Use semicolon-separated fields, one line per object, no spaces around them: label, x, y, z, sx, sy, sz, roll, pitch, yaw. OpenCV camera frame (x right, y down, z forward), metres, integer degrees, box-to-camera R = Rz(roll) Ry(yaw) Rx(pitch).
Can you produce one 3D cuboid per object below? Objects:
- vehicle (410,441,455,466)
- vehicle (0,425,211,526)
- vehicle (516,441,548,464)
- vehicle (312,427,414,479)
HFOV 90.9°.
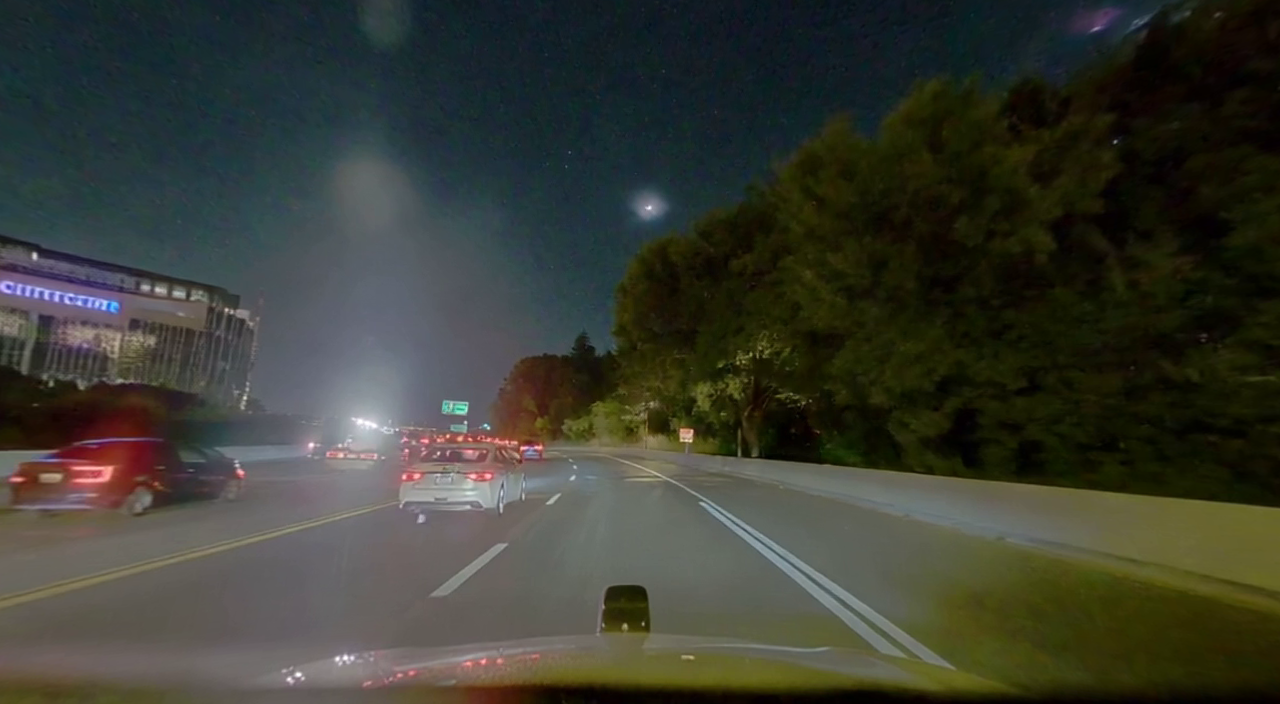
vehicle;-12.938;6.349;39.560;1.902;1.468;4.103;1;-8;-7
vehicle;-10.897;2.290;12.256;2.048;1.583;4.506;0;-8;-3
vehicle;-7.132;6.671;41.960;1.885;1.469;4.211;1;-8;-7
vehicle;-11.042;4.053;25.622;2.151;1.871;5.177;0;-8;-5
